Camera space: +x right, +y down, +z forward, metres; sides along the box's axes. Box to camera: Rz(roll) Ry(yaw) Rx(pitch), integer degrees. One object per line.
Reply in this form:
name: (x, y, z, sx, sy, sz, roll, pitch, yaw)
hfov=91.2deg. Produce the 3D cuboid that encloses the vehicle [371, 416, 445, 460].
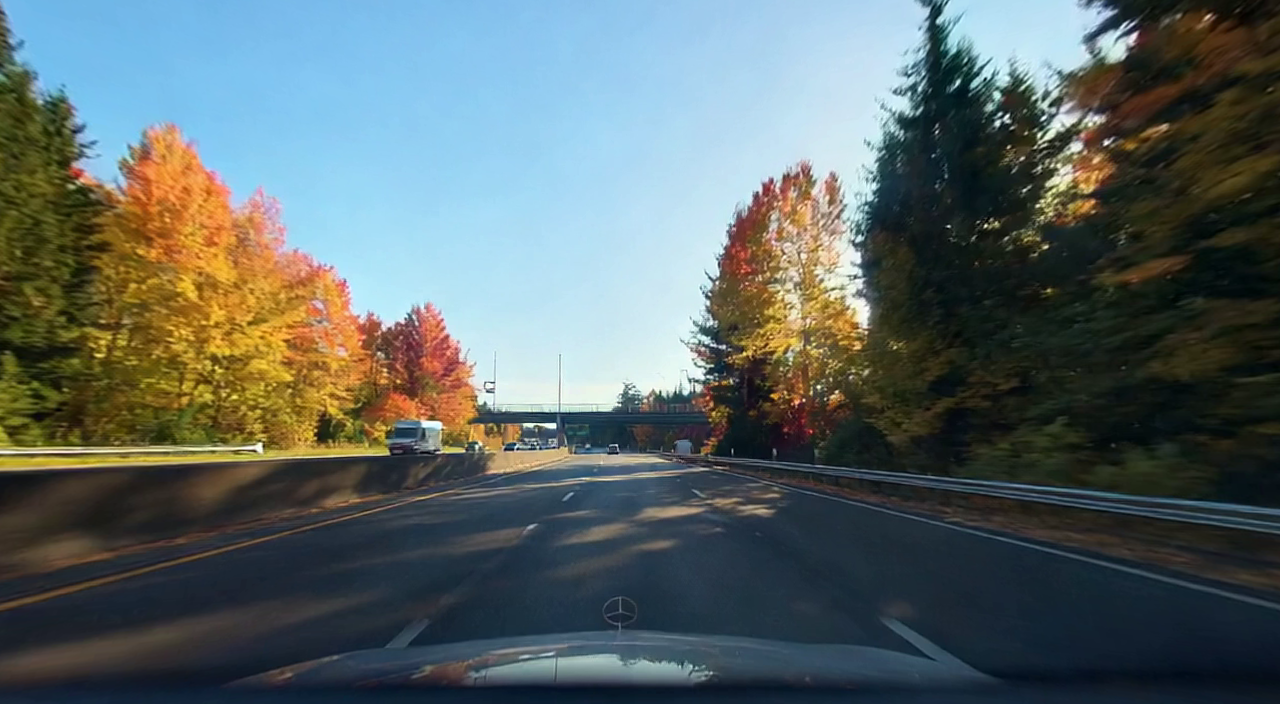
vehicle: (-13.560, 5.153, 37.100, 2.240, 2.358, 5.859, 0, -9, -1)
